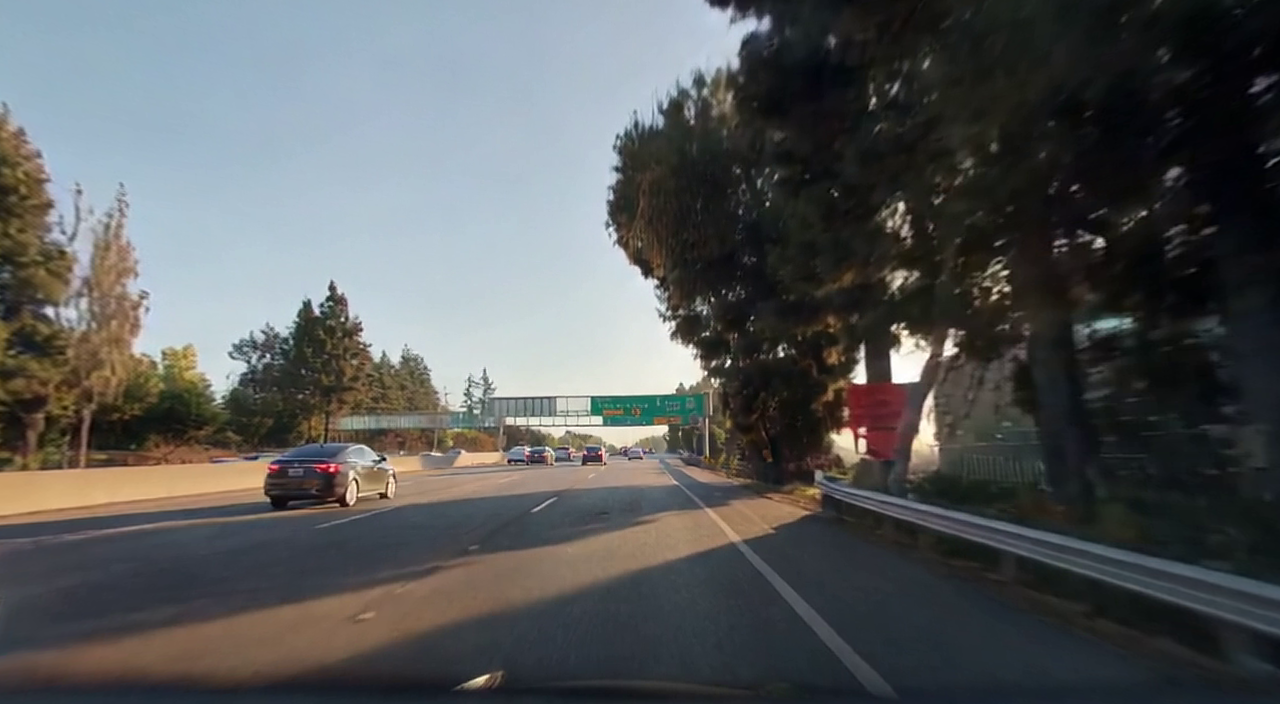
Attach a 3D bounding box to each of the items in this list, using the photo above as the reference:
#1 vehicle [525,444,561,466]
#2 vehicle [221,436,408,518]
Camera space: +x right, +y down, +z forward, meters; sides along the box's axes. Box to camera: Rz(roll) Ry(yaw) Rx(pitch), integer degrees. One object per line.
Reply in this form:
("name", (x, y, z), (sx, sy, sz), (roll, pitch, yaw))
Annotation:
("vehicle", (-7.622, 8.149, 49.851), (2.075, 1.642, 4.638), (0, -9, 0))
("vehicle", (-7.534, 2.914, 15.261), (2.071, 1.661, 4.540), (0, -9, 0))
